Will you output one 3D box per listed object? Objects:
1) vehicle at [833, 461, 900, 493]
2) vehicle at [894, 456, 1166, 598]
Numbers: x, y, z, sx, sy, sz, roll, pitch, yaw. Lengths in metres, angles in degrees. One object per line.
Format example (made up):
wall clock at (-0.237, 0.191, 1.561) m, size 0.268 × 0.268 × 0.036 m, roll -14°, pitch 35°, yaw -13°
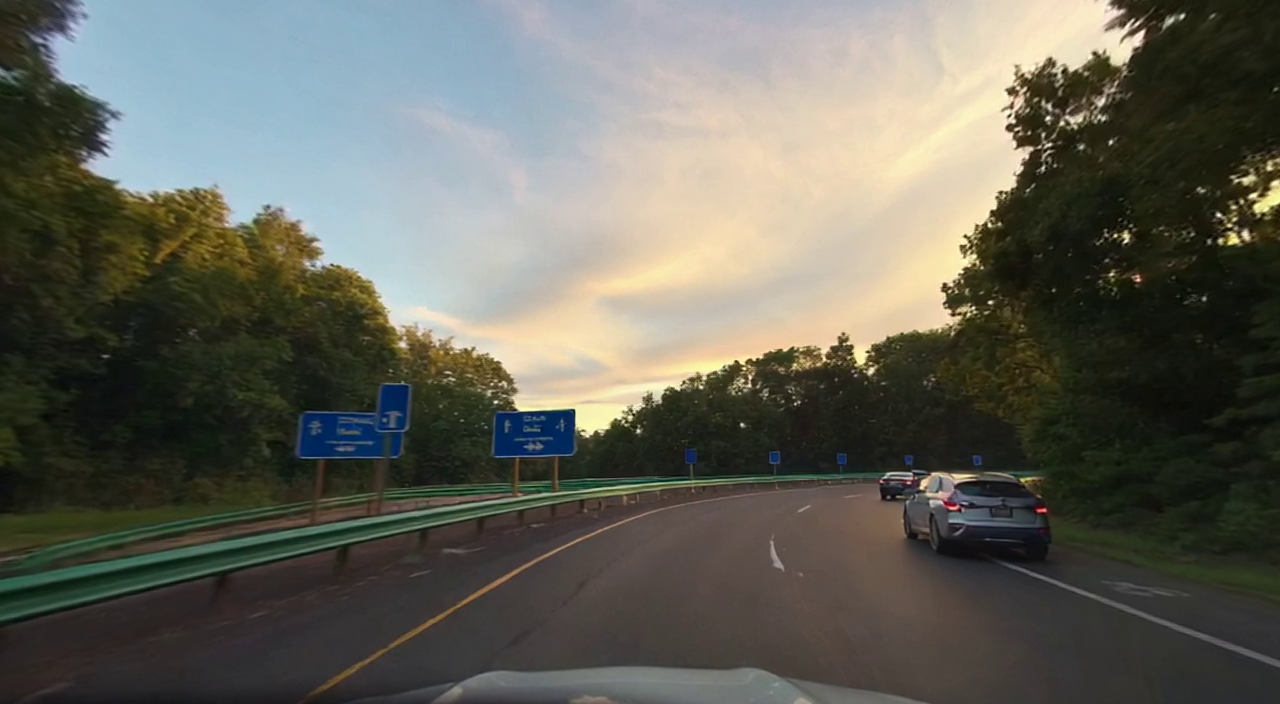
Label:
vehicle at (11.624, 6.372, 32.187) m, size 1.992 × 1.503 × 3.793 m, roll -8°, pitch -13°, yaw 38°
vehicle at (5.446, 2.447, 9.592) m, size 2.023 × 1.593 × 4.105 m, roll -1°, pitch -10°, yaw 10°
